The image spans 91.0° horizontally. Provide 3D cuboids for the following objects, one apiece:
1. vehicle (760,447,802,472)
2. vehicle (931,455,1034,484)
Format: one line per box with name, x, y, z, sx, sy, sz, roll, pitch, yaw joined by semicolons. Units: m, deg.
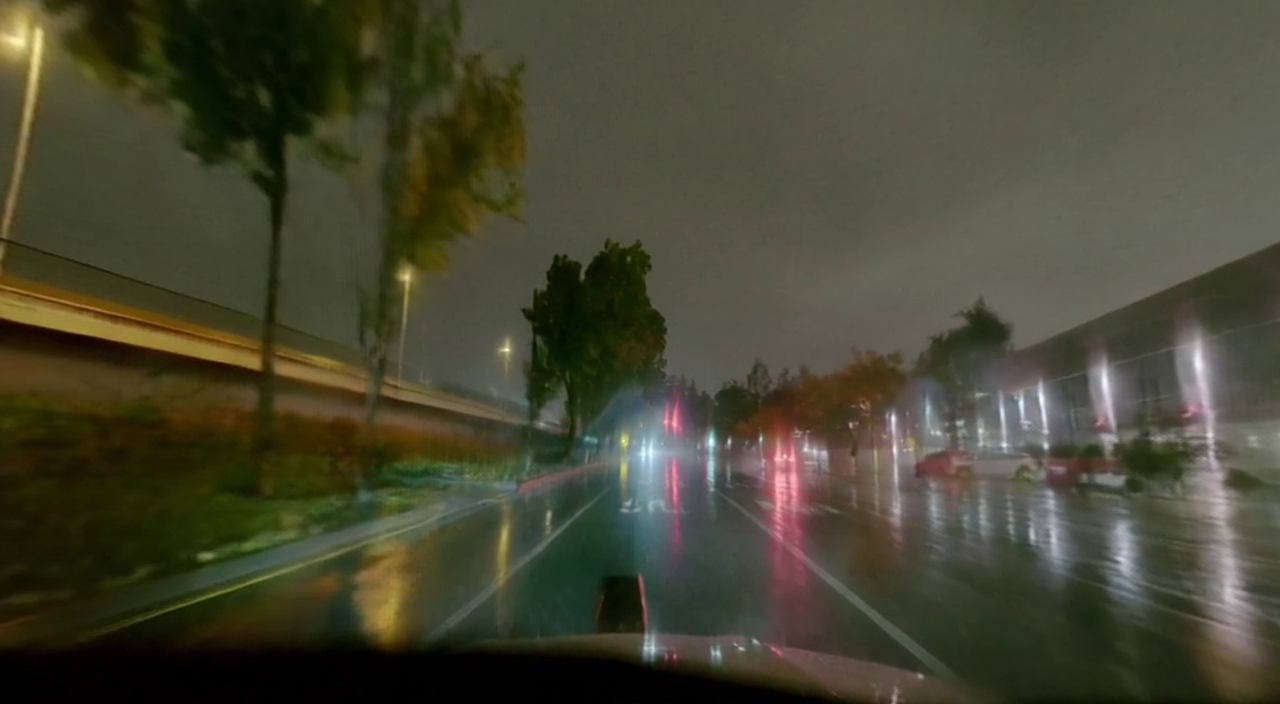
vehicle;10.962;8.371;49.262;2.187;1.871;4.576;0;-9;0
vehicle;19.950;6.869;36.885;4.635;1.552;2.334;0;-9;1
